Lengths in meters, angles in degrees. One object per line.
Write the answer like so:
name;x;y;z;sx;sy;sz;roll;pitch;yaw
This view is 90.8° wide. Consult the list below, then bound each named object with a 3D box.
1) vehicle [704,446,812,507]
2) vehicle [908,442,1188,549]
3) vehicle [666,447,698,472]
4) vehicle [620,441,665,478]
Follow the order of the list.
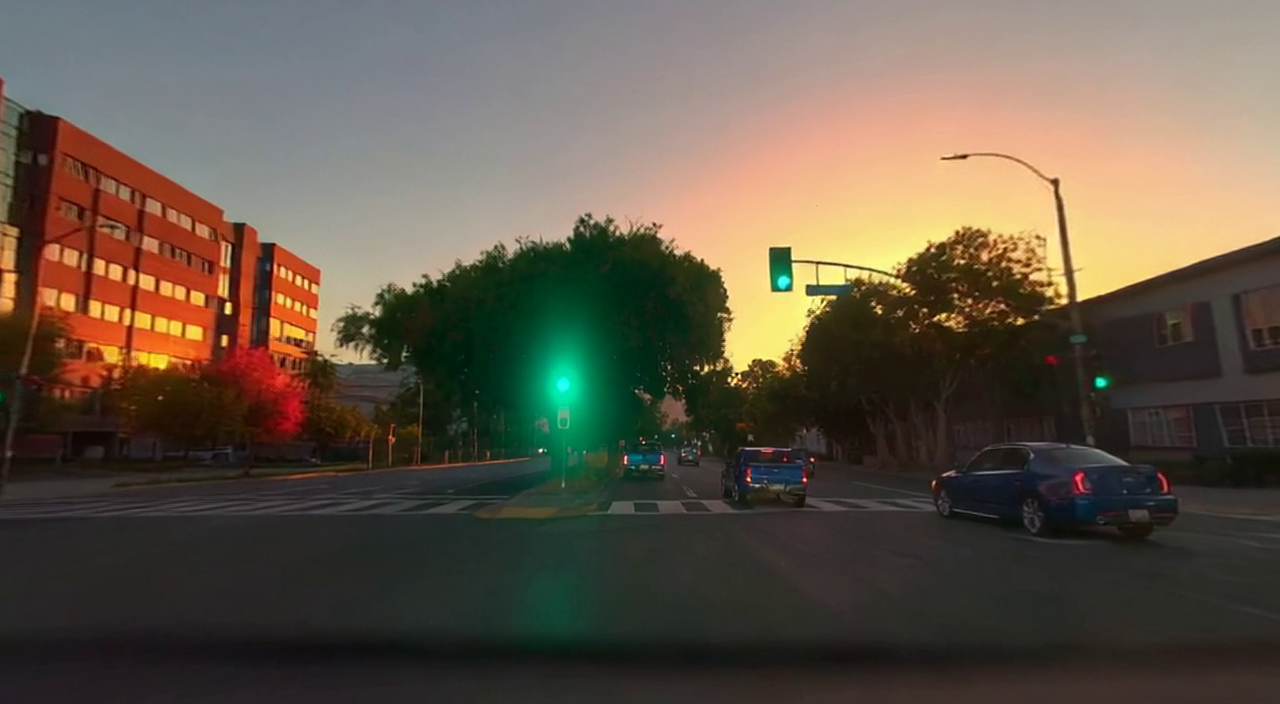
vehicle;3.123;3.377;17.669;2.057;1.463;4.365;0;-8;-2
vehicle;6.684;2.349;11.163;1.855;1.469;4.598;0;-8;0
vehicle;3.117;8.097;47.931;2.013;1.742;4.424;0;-8;-2
vehicle;0.113;5.903;34.945;2.344;1.883;4.572;0;-8;0
